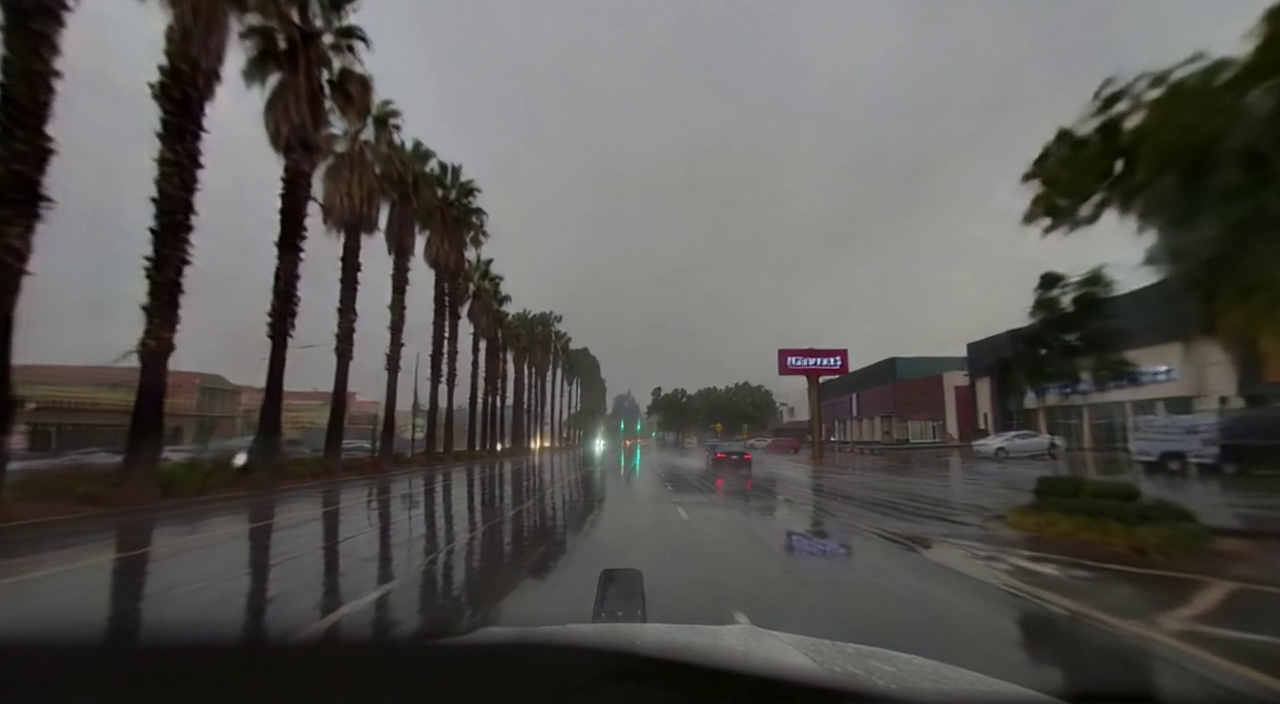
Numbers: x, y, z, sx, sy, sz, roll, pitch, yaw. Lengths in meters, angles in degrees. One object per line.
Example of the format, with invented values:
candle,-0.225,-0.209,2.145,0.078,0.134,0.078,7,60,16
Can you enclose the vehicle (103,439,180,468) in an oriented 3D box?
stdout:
vehicle,-36.084,7.345,45.753,4.042,1.413,1.826,-7,-5,-2

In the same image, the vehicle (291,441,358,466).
vehicle,-19.971,6.449,40.240,1.919,1.476,4.738,0,-9,-2

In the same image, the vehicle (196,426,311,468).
vehicle,-16.477,4.101,27.271,2.013,1.658,4.697,0,-8,-1

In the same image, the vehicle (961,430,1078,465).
vehicle,19.253,4.863,32.182,4.552,1.649,2.187,0,-8,-4
